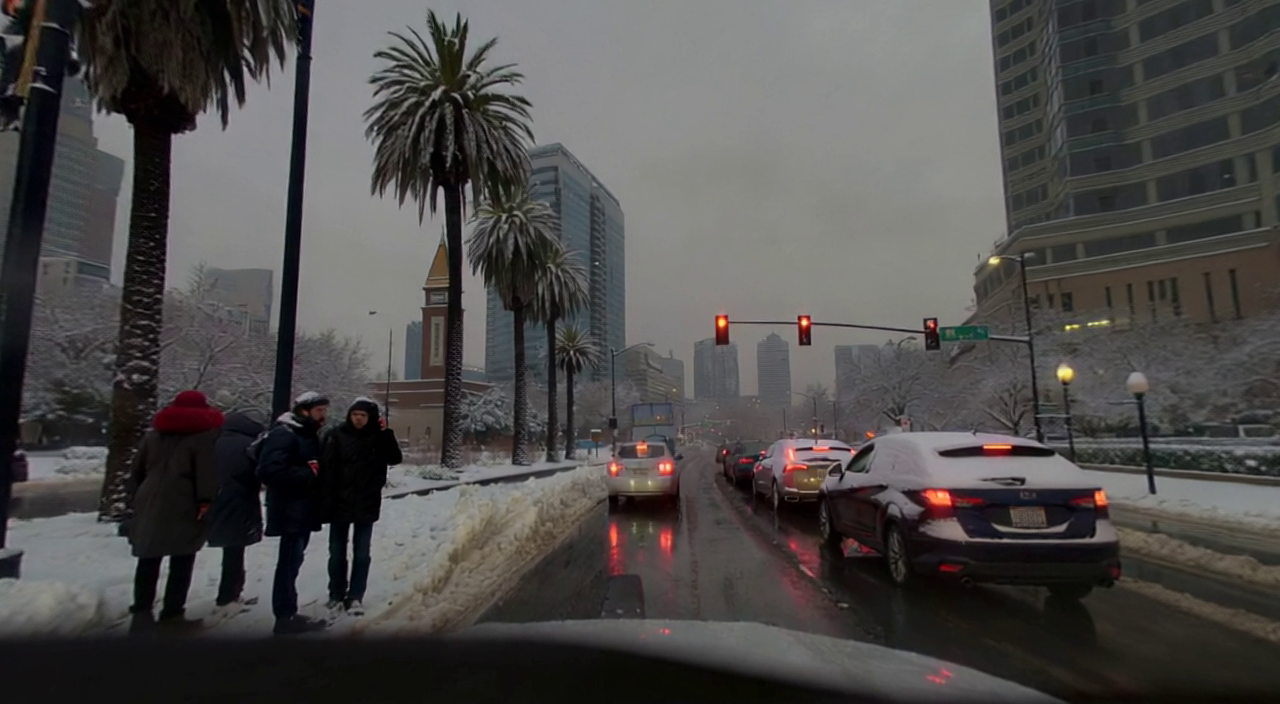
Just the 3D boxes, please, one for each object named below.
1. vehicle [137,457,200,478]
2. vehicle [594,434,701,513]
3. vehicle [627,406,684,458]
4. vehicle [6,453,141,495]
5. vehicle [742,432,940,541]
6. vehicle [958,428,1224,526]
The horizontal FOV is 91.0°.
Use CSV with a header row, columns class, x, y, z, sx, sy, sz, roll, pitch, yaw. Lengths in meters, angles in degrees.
class,x,y,z,sx,sy,sz,roll,pitch,yaw
vehicle,-36.837,9.011,49.264,1.700,1.527,4.445,1,-9,-4
vehicle,0.172,2.621,13.984,2.048,1.503,3.681,0,-9,1
vehicle,0.824,3.739,29.056,2.230,2.158,5.498,-1,-9,5
vehicle,-26.710,5.724,29.967,2.105,1.793,4.812,1,-9,-4
vehicle,3.102,2.174,10.846,1.913,1.469,4.425,0,-9,0
vehicle,8.178,2.283,12.050,1.859,1.508,4.259,0,-9,-1
